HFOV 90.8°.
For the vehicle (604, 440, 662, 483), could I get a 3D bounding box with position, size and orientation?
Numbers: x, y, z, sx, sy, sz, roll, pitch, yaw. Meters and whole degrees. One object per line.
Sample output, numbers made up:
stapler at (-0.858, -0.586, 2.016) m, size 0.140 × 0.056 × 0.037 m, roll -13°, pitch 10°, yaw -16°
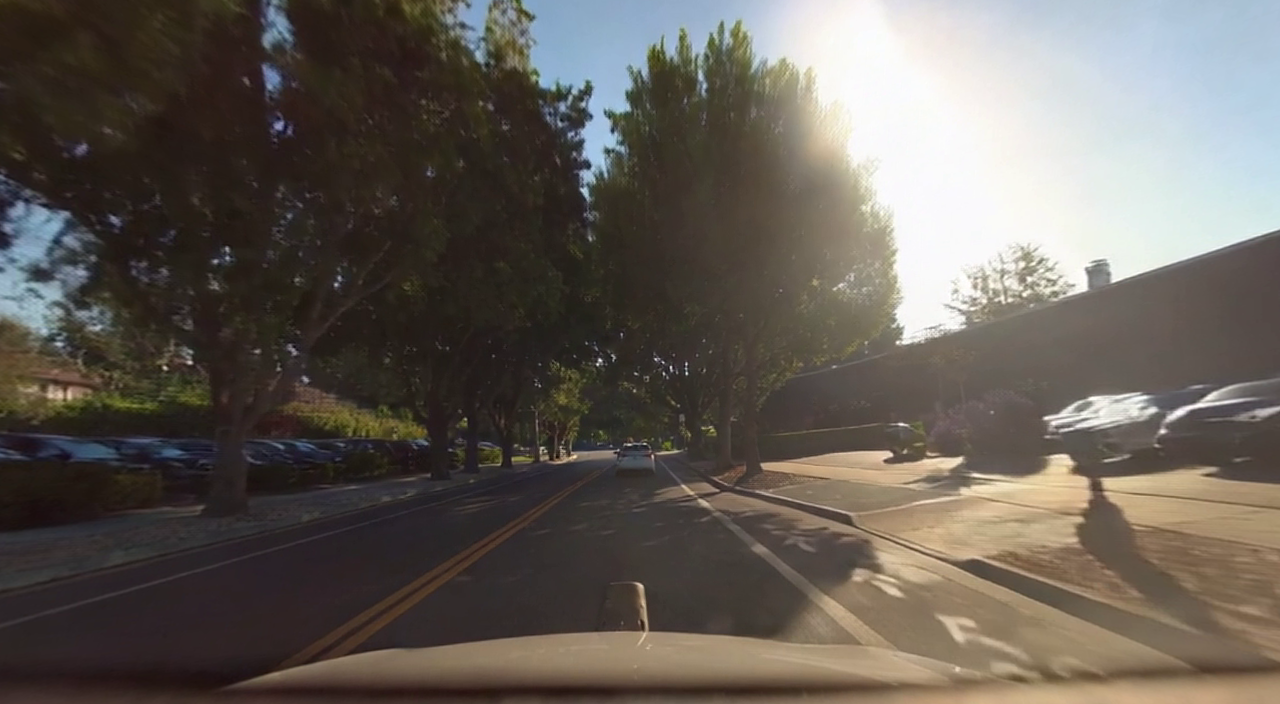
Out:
vehicle at (-0.289, 4.453, 26.026) m, size 2.152 × 1.574 × 4.223 m, roll -1°, pitch -8°, yaw -1°
